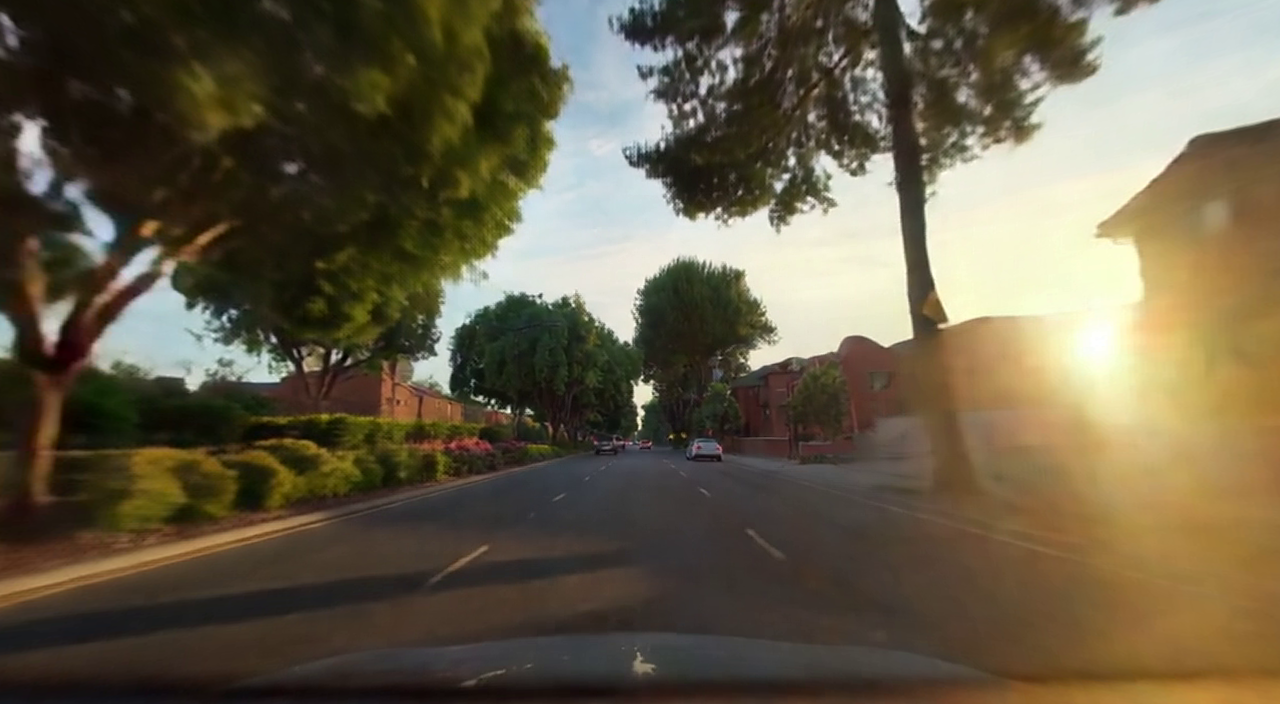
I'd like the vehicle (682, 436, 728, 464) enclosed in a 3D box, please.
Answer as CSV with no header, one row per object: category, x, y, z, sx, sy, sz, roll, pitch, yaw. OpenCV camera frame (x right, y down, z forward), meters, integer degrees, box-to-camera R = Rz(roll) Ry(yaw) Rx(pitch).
vehicle,3.941,6.037,38.991,2.237,1.578,4.621,0,-8,-1
